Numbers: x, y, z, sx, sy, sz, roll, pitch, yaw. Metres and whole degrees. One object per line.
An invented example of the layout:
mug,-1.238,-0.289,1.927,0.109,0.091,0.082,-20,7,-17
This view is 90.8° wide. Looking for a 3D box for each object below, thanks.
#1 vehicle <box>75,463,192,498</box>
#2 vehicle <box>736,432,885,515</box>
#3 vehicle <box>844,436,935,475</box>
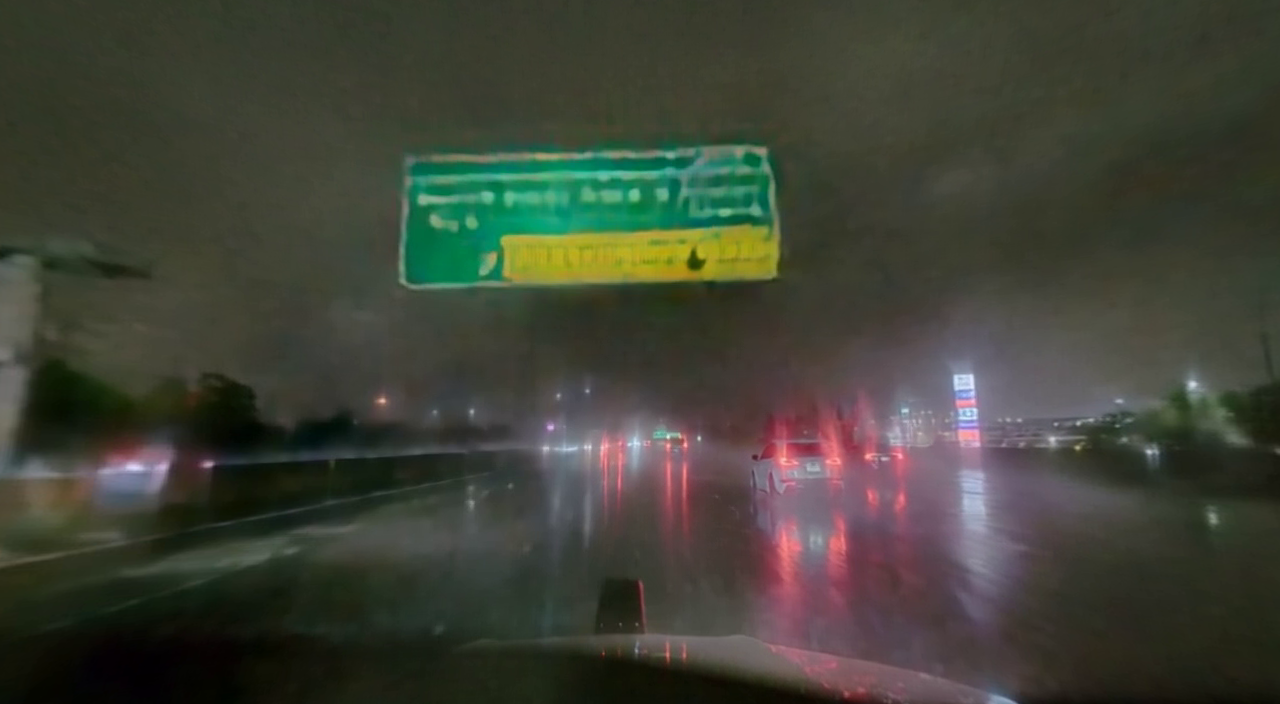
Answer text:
vehicle,-25.280,6.393,31.767,1.973,1.492,4.704,0,-8,0
vehicle,3.435,2.528,13.634,1.961,1.504,4.094,0,-8,-1
vehicle,10.487,4.387,26.959,2.019,1.529,4.385,0,-8,-1
